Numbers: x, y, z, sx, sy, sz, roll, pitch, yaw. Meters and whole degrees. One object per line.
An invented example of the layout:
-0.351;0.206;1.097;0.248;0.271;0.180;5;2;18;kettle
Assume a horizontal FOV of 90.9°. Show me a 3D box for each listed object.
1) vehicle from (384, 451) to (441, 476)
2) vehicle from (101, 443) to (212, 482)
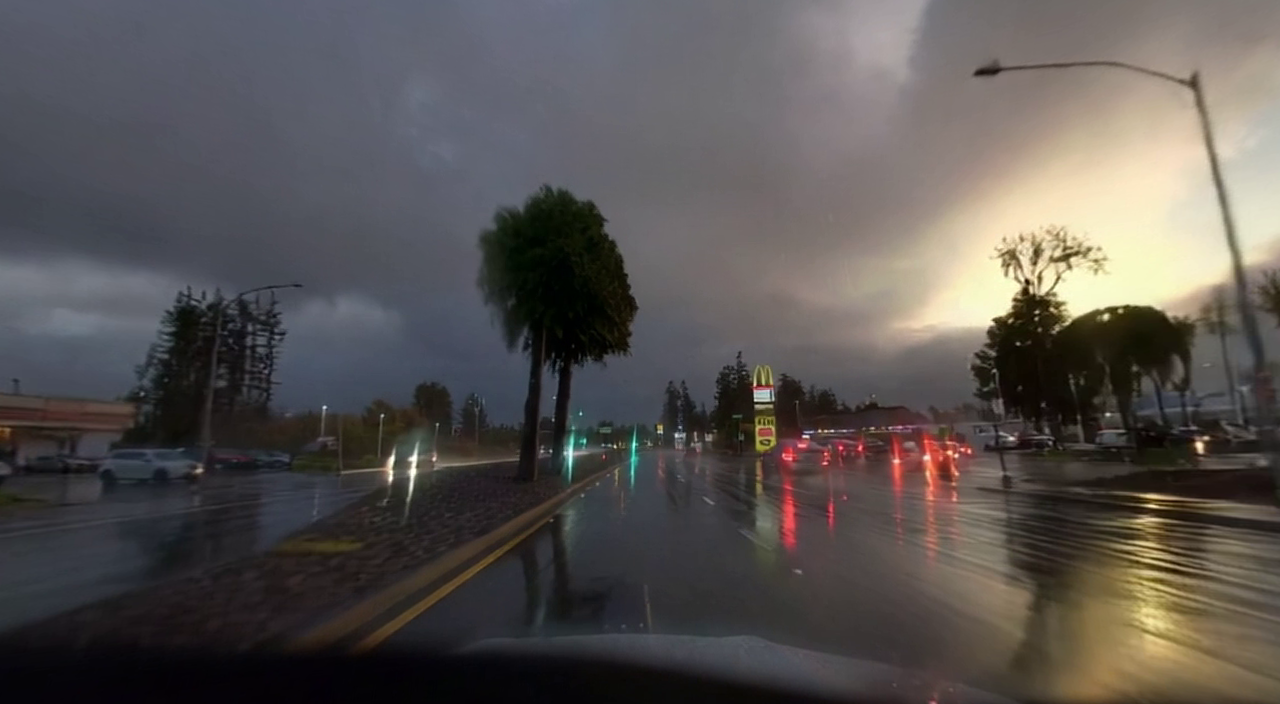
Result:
-16.511;8.101;46.099;2.167;1.622;5.184;0;-8;0;vehicle
-32.417;7.559;42.617;2.415;2.234;6.082;-2;-12;2;vehicle
